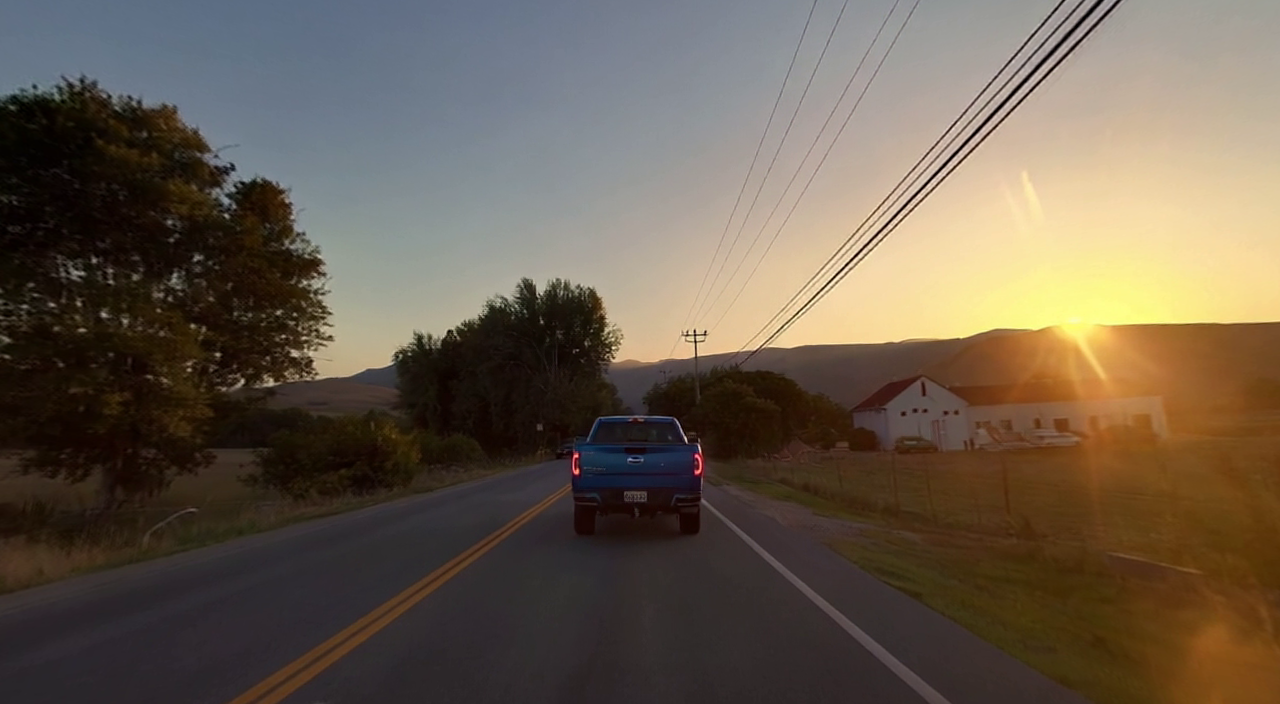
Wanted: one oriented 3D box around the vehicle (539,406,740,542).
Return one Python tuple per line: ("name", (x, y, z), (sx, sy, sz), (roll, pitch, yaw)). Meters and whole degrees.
("vehicle", (-0.087, 2.121, 11.762), (2.774, 1.861, 5.885), (0, -8, -2))
